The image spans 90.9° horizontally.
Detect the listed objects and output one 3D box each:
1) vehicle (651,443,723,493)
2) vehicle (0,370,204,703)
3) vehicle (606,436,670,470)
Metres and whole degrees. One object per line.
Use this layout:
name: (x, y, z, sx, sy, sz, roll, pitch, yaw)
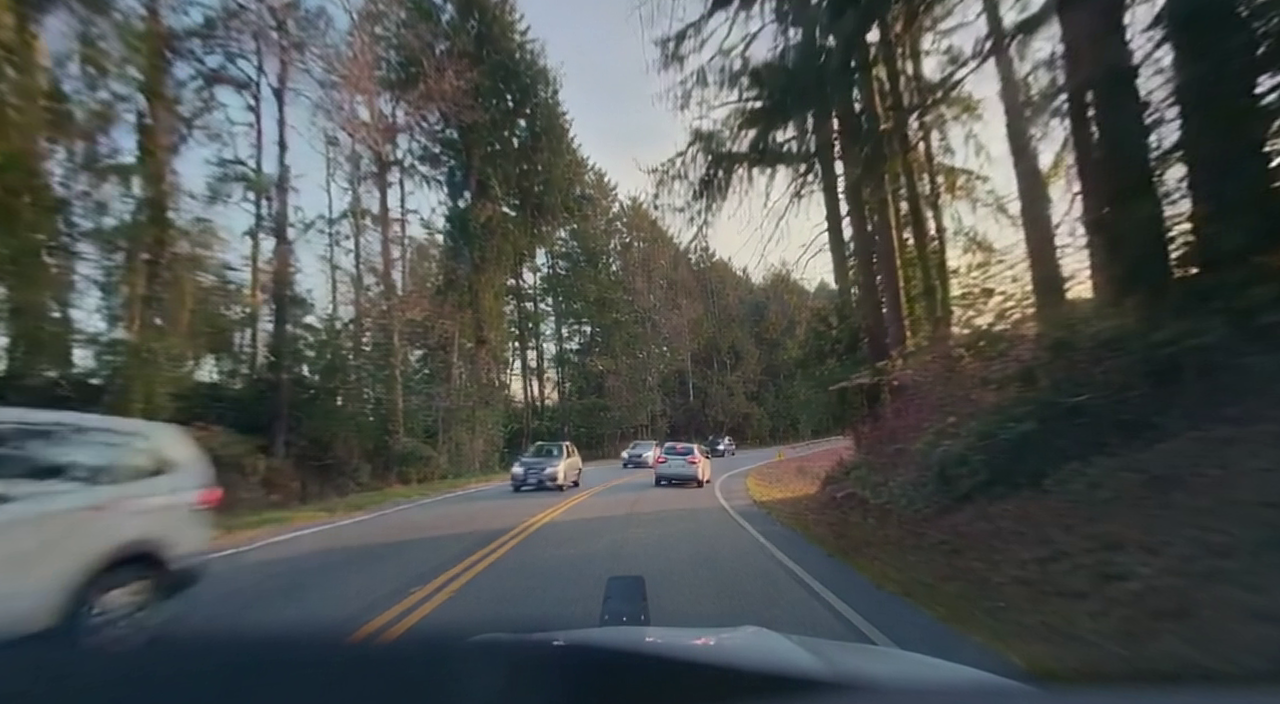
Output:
vehicle: (1.777, 4.022, 22.304, 2.274, 1.583, 4.349, -1, -9, 8)
vehicle: (-4.157, 0.828, 2.126, 2.173, 1.738, 4.297, 0, -9, 2)
vehicle: (-0.034, 5.584, 34.985, 2.347, 1.757, 4.359, -2, -9, 17)
